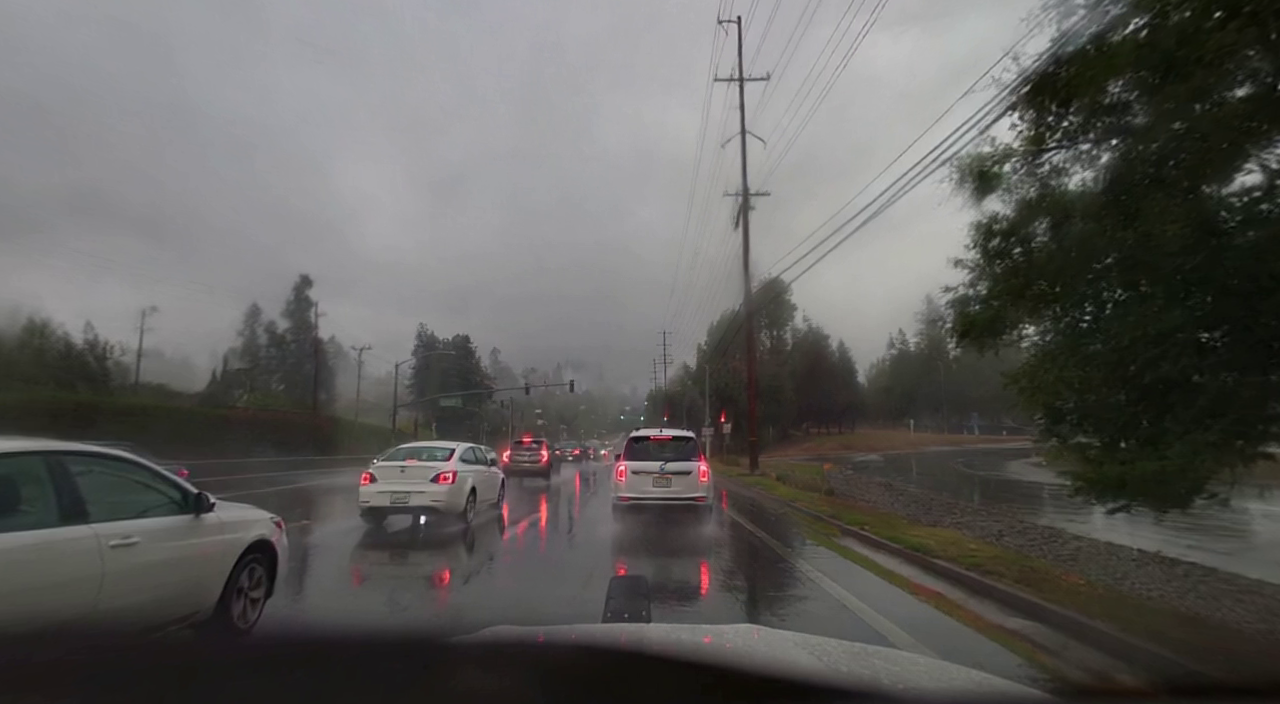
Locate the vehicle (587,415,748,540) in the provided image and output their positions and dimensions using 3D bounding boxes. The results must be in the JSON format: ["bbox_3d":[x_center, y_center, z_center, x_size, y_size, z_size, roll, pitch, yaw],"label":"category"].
[{"bbox_3d":[0.414,2.028,10.700,2.205,1.691,3.937,0,-9,1],"label":"vehicle"}]

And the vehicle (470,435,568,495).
[{"bbox_3d":[-3.577,3.450,19.552,2.018,1.621,4.441,-1,-9,2],"label":"vehicle"}]

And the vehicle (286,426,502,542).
[{"bbox_3d":[-3.809,2.115,10.680,1.999,1.563,4.007,0,-9,1],"label":"vehicle"}]

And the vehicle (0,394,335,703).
[{"bbox_3d":[-3.676,0.983,2.974,2.051,1.488,4.806,0,-9,0],"label":"vehicle"}]
